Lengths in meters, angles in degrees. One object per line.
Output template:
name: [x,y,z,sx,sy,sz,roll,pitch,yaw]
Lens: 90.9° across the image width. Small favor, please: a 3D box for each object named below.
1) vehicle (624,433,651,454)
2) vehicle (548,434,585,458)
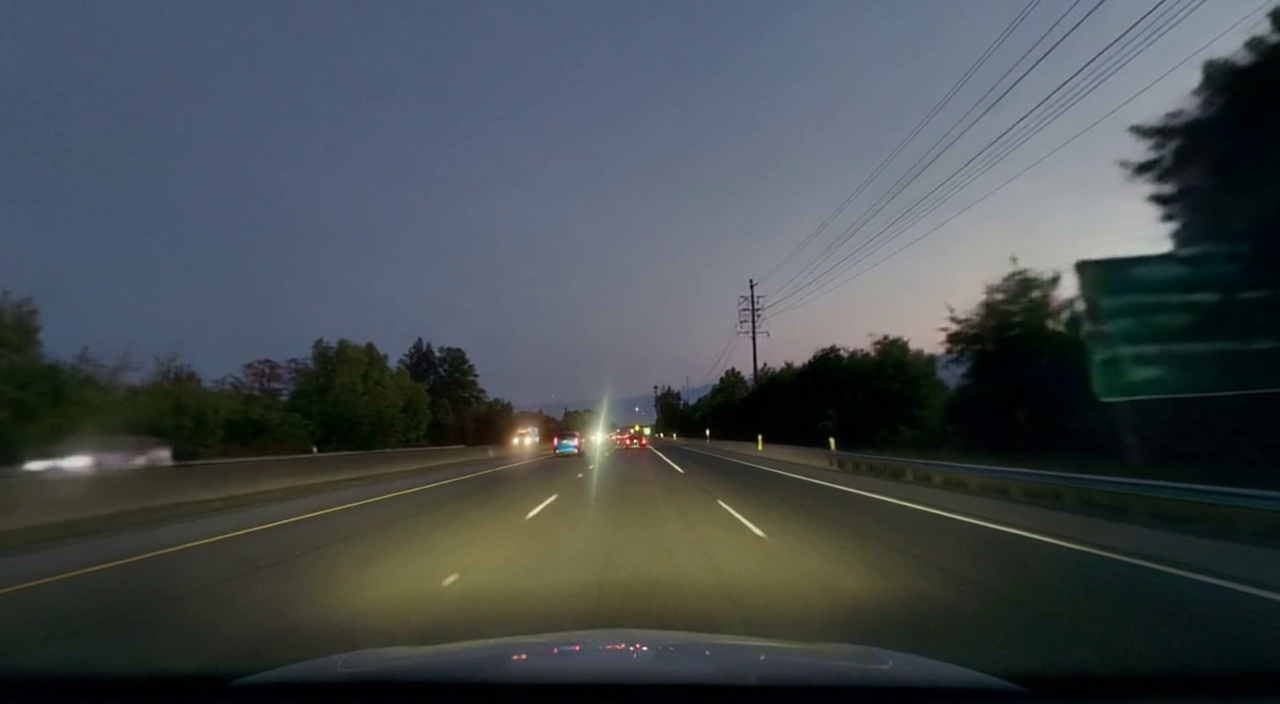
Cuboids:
vehicle: [-0.227,6.807,46.843,1.890,1.472,3.716,0,-8,-1]
vehicle: [-4.631,5.948,40.124,1.911,1.477,3.807,0,-8,0]
